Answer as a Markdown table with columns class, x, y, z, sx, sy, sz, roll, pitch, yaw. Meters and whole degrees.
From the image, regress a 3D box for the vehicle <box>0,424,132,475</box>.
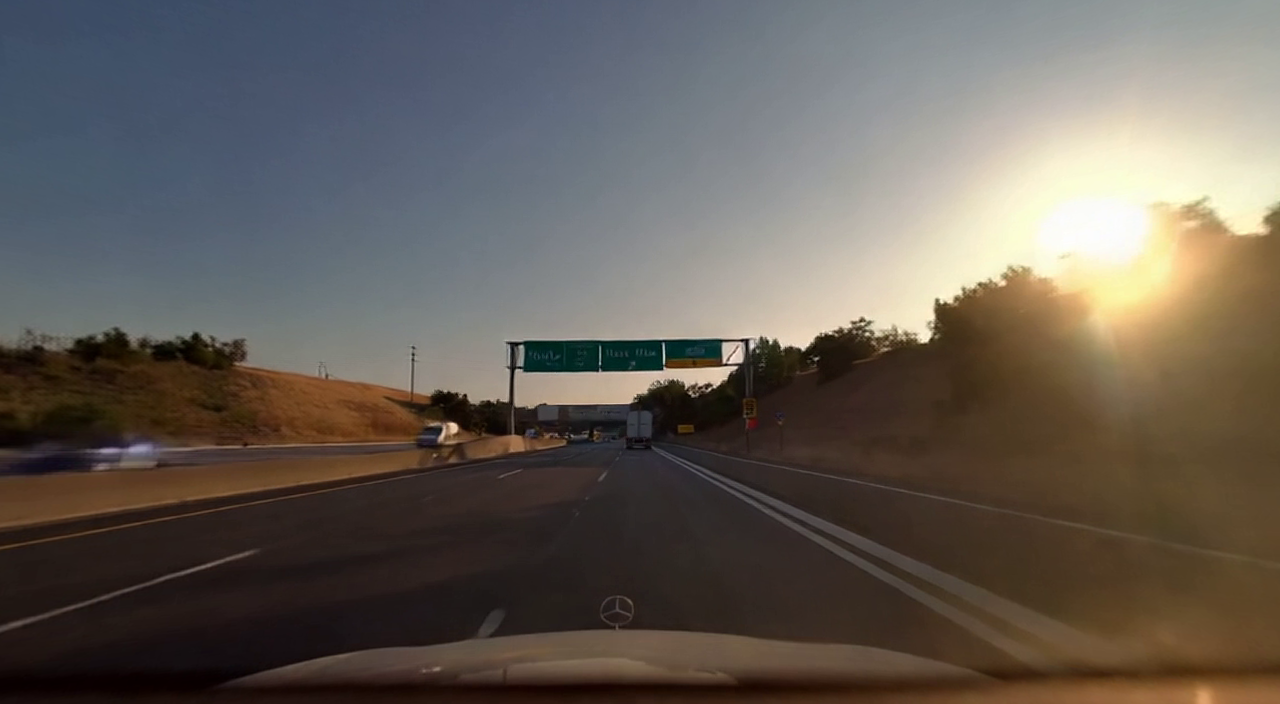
| class | x | y | z | sx | sy | sz | roll | pitch | yaw |
| --- | --- | --- | --- | --- | --- | --- | --- | --- | --- |
| vehicle | -19.075 | 3.097 | 20.151 | 1.839 | 1.447 | 4.563 | -1 | -8 | -1 |
